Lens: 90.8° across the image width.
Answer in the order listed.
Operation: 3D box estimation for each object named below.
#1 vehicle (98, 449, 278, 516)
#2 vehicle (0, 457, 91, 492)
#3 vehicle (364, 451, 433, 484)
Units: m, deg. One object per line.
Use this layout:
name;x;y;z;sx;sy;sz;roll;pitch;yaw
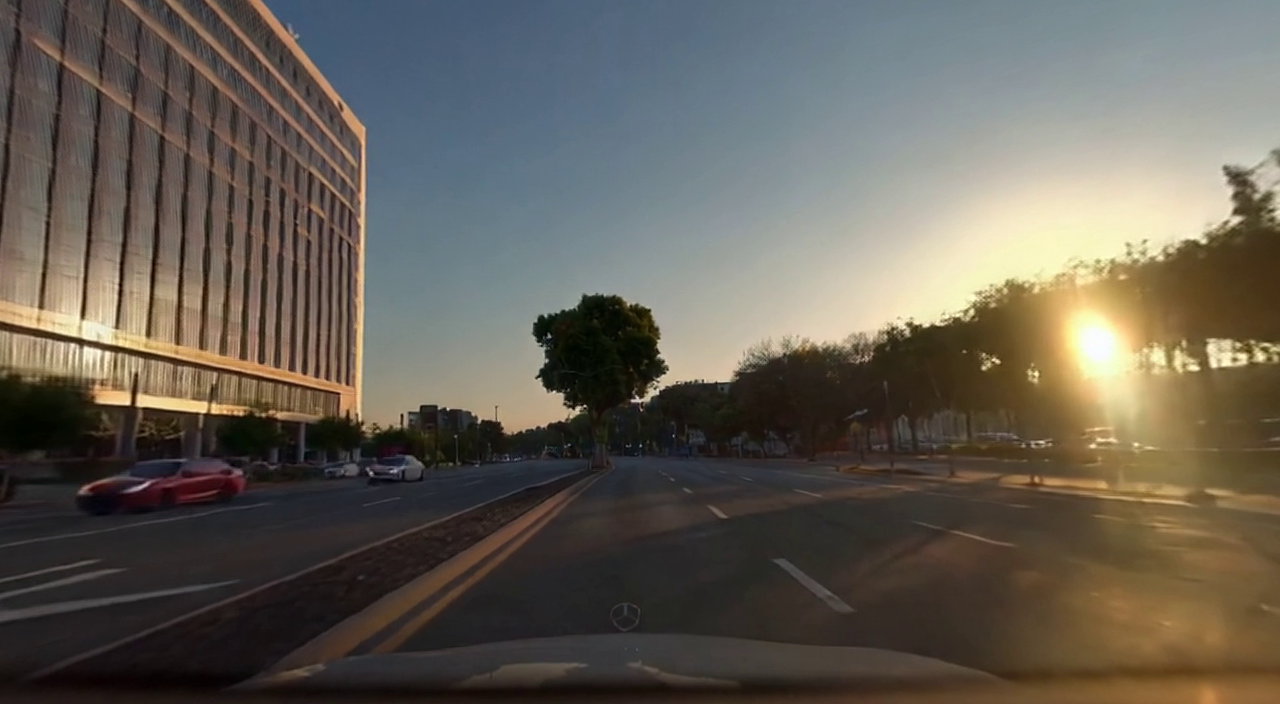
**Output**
vehicle;-12.843;3.678;18.432;1.923;1.641;4.551;0;-8;-1
vehicle;-32.200;6.498;33.458;4.245;1.642;2.013;-2;-9;-3
vehicle;-13.039;6.236;34.396;2.036;1.590;4.495;0;-8;-1
